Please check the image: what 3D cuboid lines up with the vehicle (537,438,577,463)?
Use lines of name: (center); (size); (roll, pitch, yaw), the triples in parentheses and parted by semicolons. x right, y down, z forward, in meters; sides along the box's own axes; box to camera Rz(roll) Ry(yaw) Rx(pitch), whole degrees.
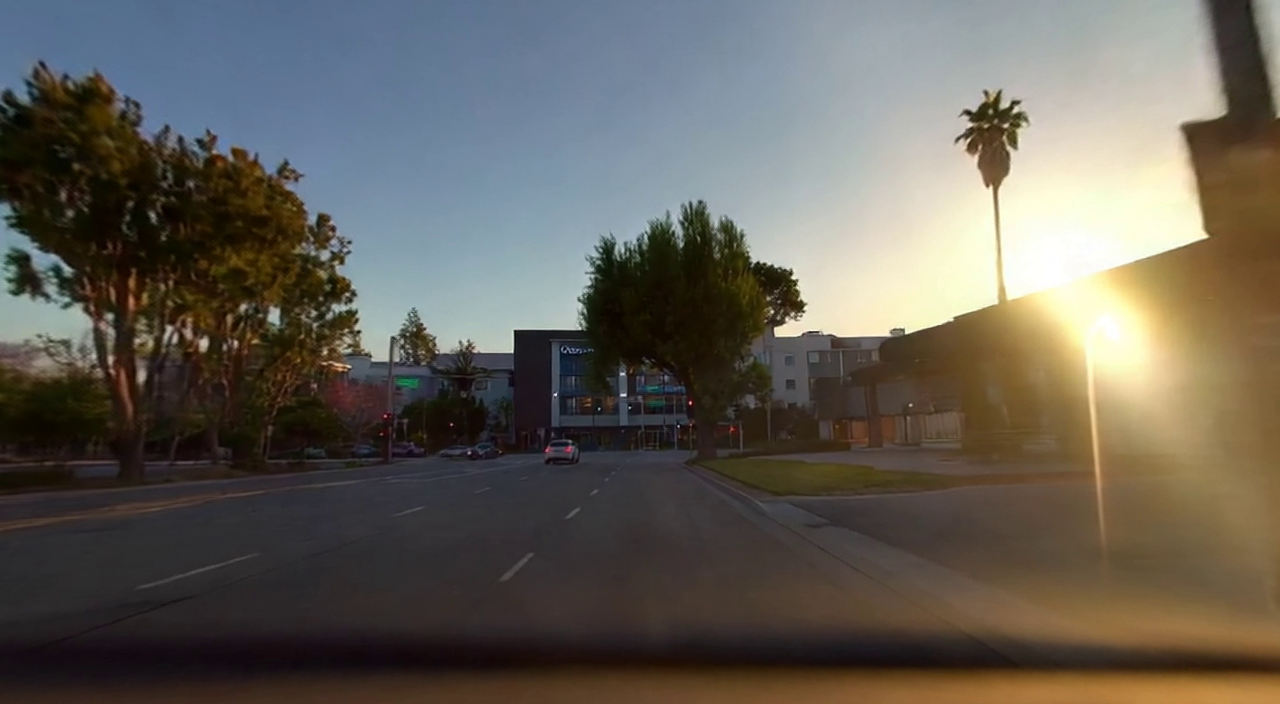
vehicle: (-5.925, 7.079, 45.154); (2.121, 1.731, 4.707); (0, -9, 1)
